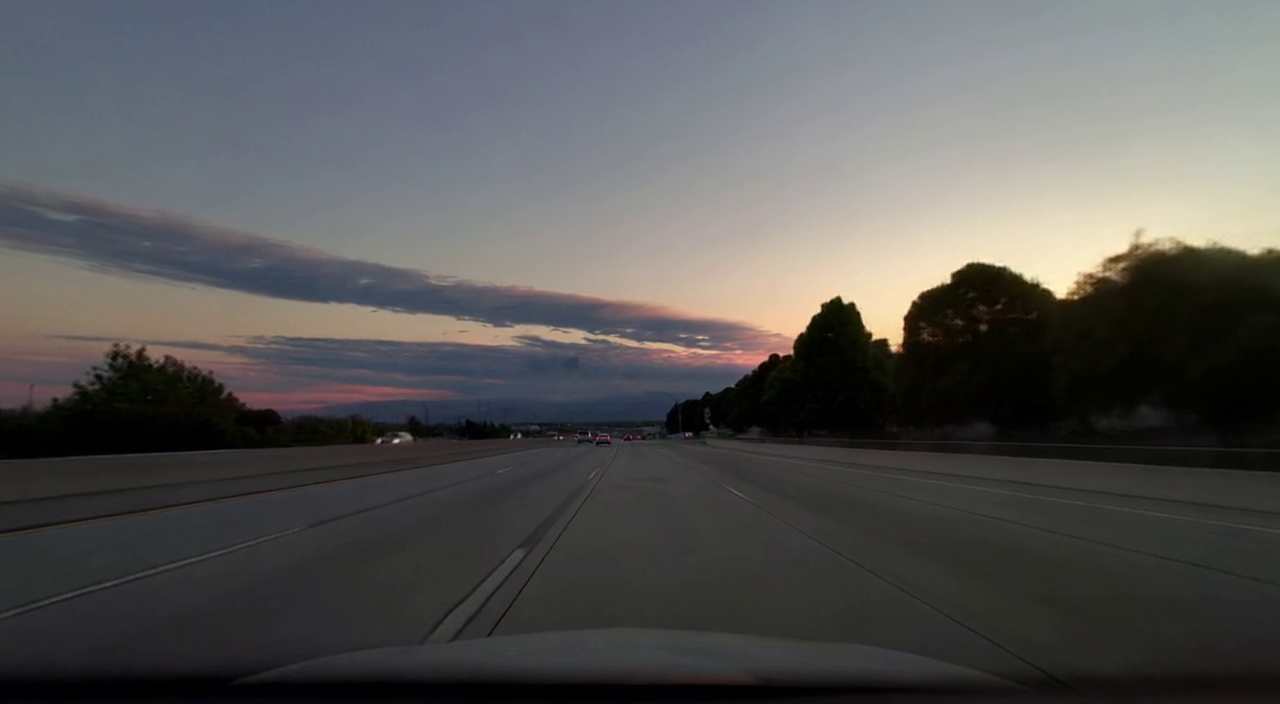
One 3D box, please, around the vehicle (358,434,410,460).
[{"bbox_3d":[-19.665,7.290,48.490,2.079,1.881,4.761,0,-8,-1],"label":"vehicle"}]
